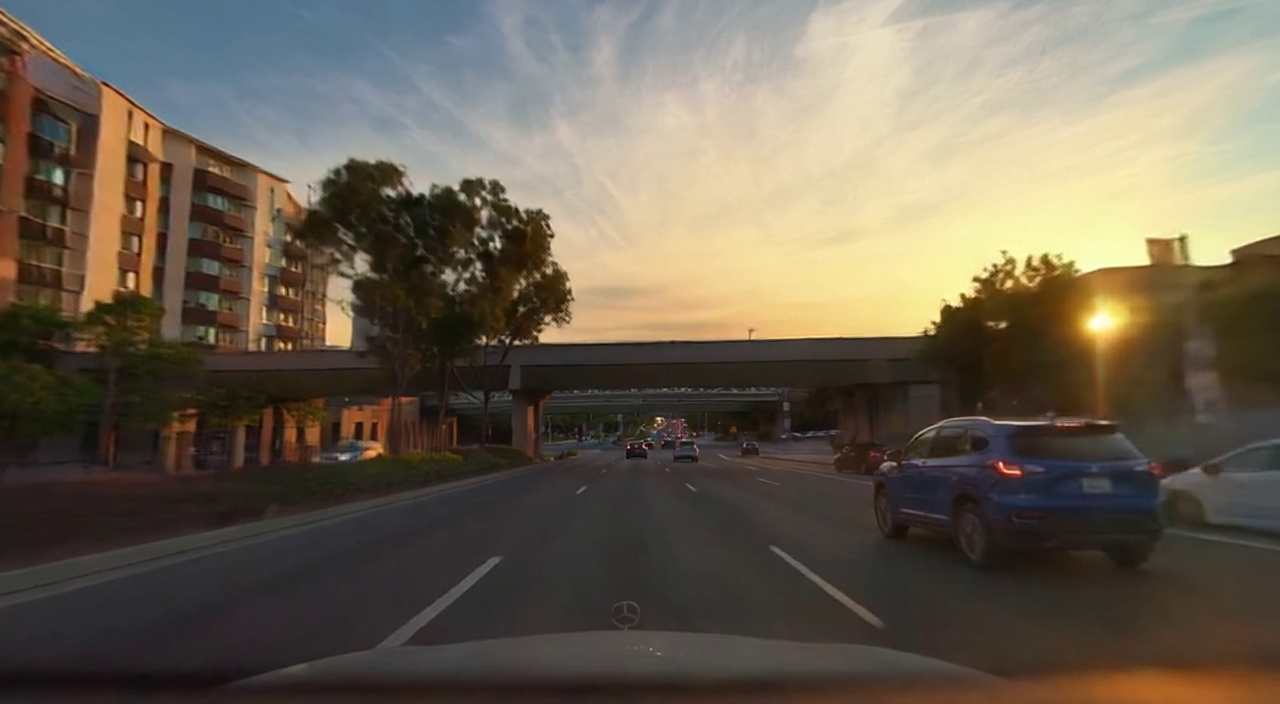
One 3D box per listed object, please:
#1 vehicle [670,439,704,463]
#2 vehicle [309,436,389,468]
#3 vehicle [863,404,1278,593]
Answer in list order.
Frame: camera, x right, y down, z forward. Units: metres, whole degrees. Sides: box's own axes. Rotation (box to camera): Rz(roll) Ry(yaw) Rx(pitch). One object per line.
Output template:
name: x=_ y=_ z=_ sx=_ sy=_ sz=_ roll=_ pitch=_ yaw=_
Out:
vehicle: x=3.436 y=7.358 z=46.935 sx=2.165 sy=1.708 sz=3.928 roll=0 pitch=-9 yaw=0
vehicle: x=-16.433 y=5.670 z=35.974 sx=2.077 sy=1.676 sz=4.921 roll=0 pitch=-9 yaw=2
vehicle: x=4.835 y=1.711 z=8.273 sx=2.130 sy=1.741 sz=4.665 roll=0 pitch=-9 yaw=0
